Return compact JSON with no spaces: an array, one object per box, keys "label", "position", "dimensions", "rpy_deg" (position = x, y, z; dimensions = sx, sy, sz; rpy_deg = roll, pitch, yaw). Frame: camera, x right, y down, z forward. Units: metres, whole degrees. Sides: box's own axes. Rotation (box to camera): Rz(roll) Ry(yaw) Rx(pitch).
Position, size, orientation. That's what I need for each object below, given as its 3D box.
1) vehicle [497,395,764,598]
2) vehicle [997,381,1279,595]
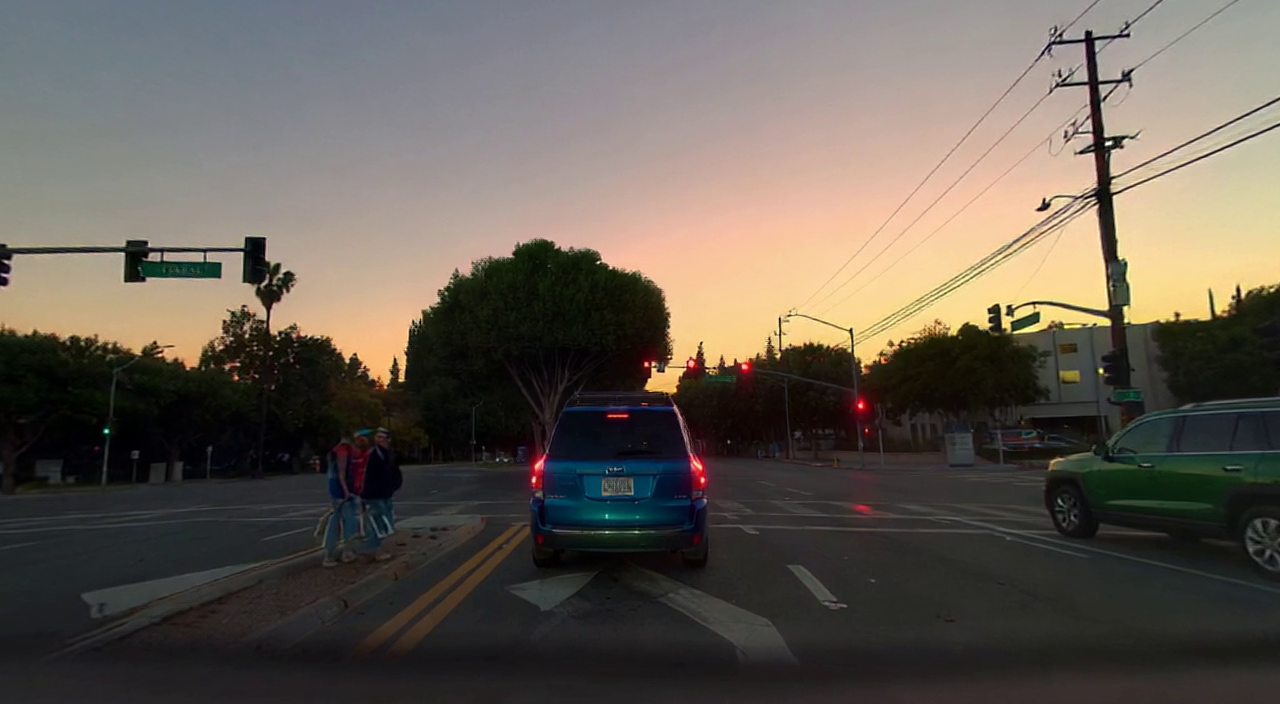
[{"label":"vehicle","position":[-0.111,1.562,7.641],"dimensions":[2.285,1.729,4.252],"rpy_deg":[0,-9,-1]},{"label":"vehicle","position":[6.580,1.437,7.239],"dimensions":[2.119,1.827,4.806],"rpy_deg":[0,-9,0]}]
